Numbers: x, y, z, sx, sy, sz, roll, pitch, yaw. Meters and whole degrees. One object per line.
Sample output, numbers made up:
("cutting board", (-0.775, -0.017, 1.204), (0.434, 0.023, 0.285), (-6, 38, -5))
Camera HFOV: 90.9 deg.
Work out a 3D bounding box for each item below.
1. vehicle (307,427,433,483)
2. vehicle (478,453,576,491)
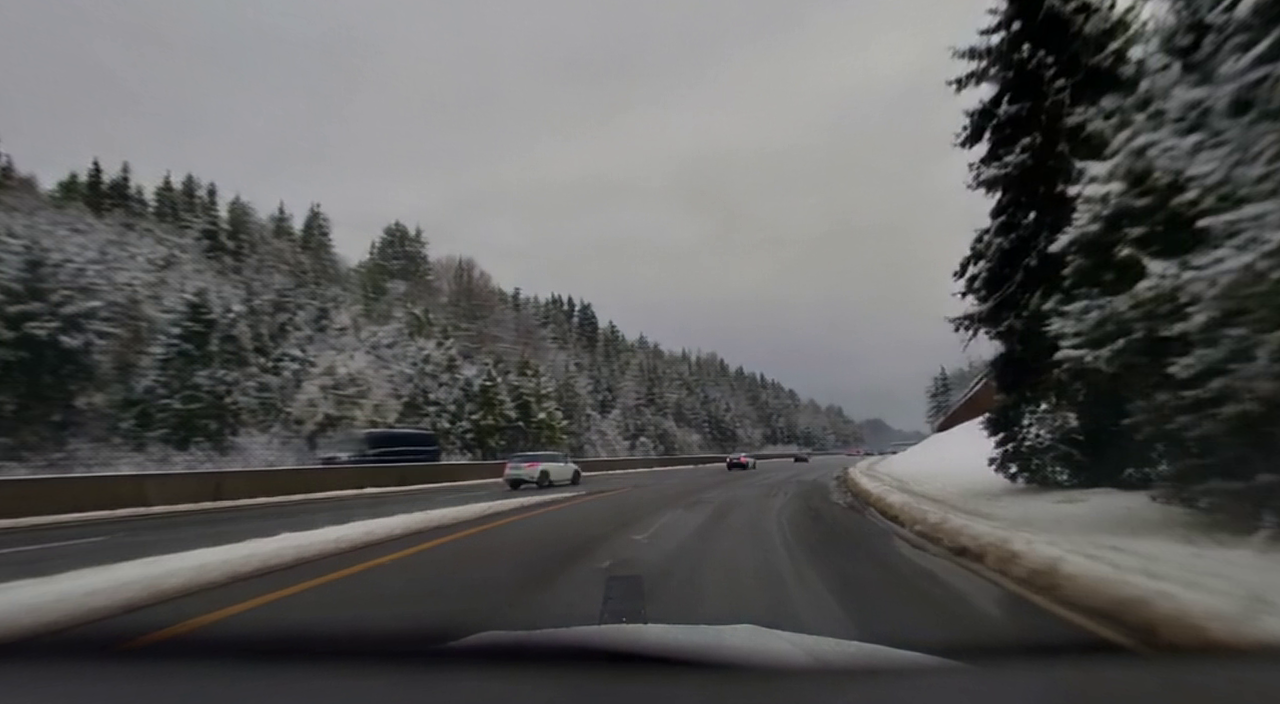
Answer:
("vehicle", (-16.217, 6.249, 38.519), (2.561, 3.028, 7.213), (-4, -10, 23))
("vehicle", (-4.703, 5.100, 27.178), (1.699, 1.461, 4.924), (-4, -10, 23))
